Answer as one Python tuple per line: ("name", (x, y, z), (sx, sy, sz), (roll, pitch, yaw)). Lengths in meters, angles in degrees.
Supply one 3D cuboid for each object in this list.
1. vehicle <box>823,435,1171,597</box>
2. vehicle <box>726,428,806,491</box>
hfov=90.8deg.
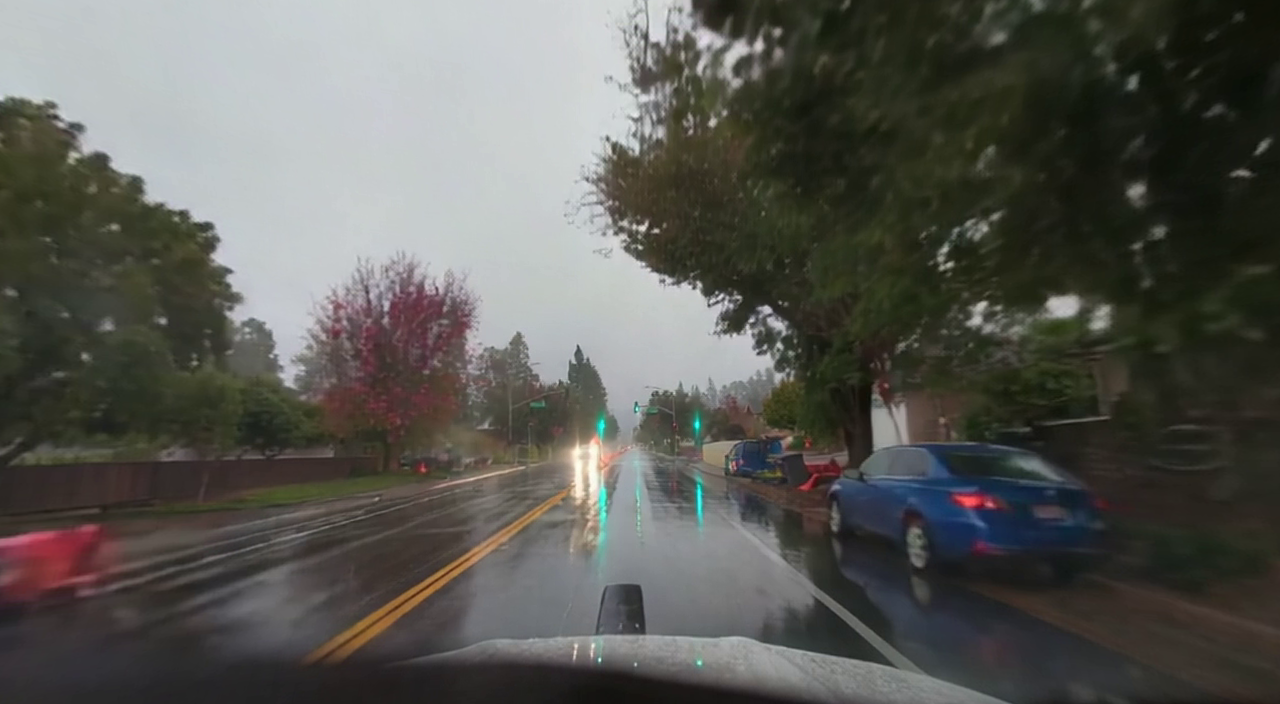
("vehicle", (3.897, 1.843, 8.054), (1.870, 1.441, 4.539), (-1, -9, 2))
("vehicle", (4.205, 3.661, 21.709), (2.241, 1.935, 3.270), (-1, -9, 4))
